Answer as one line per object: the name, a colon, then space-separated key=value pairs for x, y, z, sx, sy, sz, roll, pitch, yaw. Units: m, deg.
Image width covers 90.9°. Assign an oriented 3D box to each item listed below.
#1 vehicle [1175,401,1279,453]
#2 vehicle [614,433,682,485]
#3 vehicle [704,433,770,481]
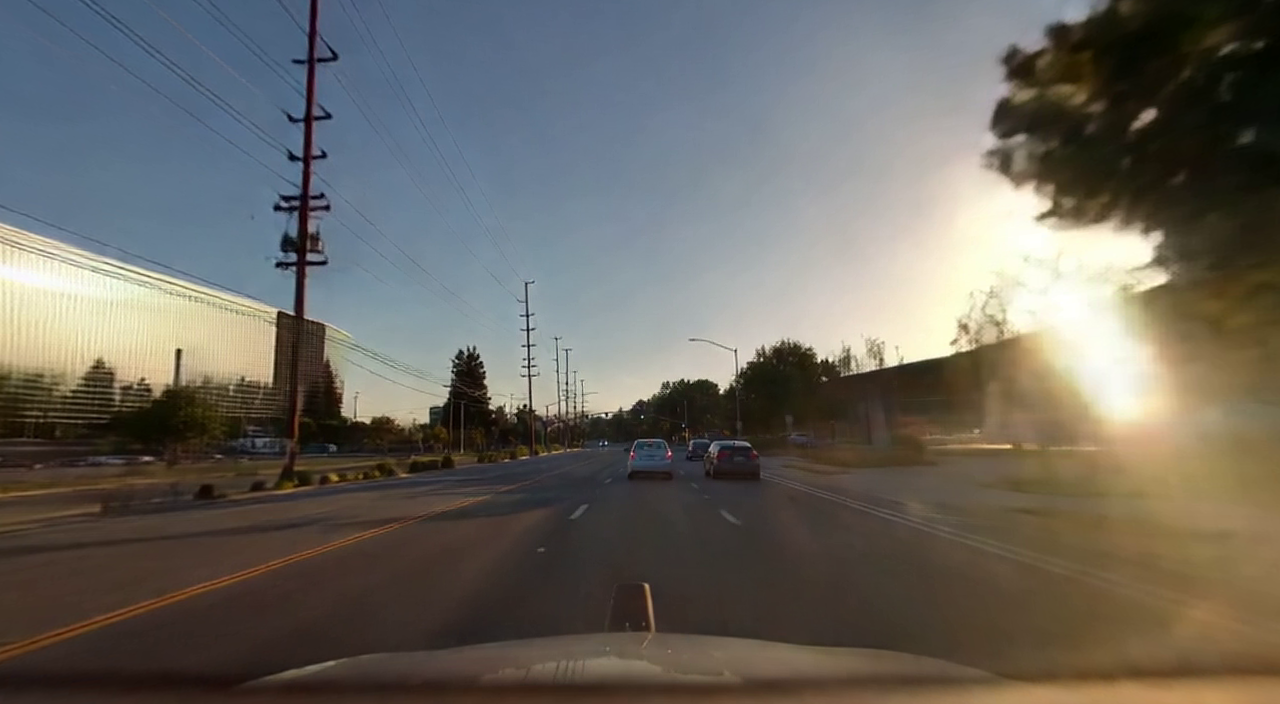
vehicle: x=20.649 y=2.454 z=20.352 sx=1.943 sy=1.617 sz=4.713 roll=3 pitch=-9 yaw=-16
vehicle: x=0.290 y=3.753 z=22.462 sx=2.200 sy=1.653 sz=4.127 roll=0 pitch=-8 yaw=1
vehicle: x=3.684 y=4.045 z=24.657 sx=1.914 sy=1.698 sz=4.049 roll=0 pitch=-8 yaw=0
